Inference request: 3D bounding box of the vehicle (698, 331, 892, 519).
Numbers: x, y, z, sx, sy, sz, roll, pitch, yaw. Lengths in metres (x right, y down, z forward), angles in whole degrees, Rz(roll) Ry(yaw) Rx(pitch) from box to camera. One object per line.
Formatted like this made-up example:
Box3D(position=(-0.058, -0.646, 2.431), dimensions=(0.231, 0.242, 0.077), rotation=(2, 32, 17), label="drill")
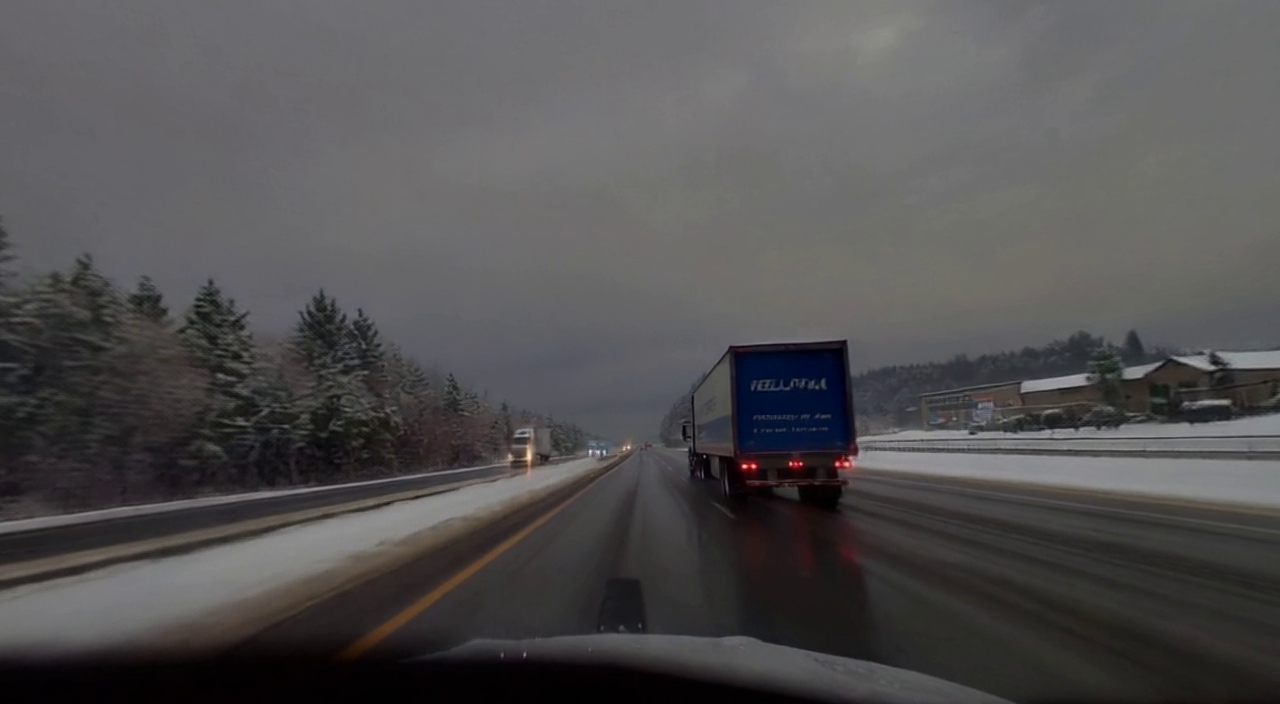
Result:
Box3D(position=(4.062, 2.555, 20.468), dimensions=(3.341, 4.269, 12.252), rotation=(0, -9, 1), label="vehicle")
